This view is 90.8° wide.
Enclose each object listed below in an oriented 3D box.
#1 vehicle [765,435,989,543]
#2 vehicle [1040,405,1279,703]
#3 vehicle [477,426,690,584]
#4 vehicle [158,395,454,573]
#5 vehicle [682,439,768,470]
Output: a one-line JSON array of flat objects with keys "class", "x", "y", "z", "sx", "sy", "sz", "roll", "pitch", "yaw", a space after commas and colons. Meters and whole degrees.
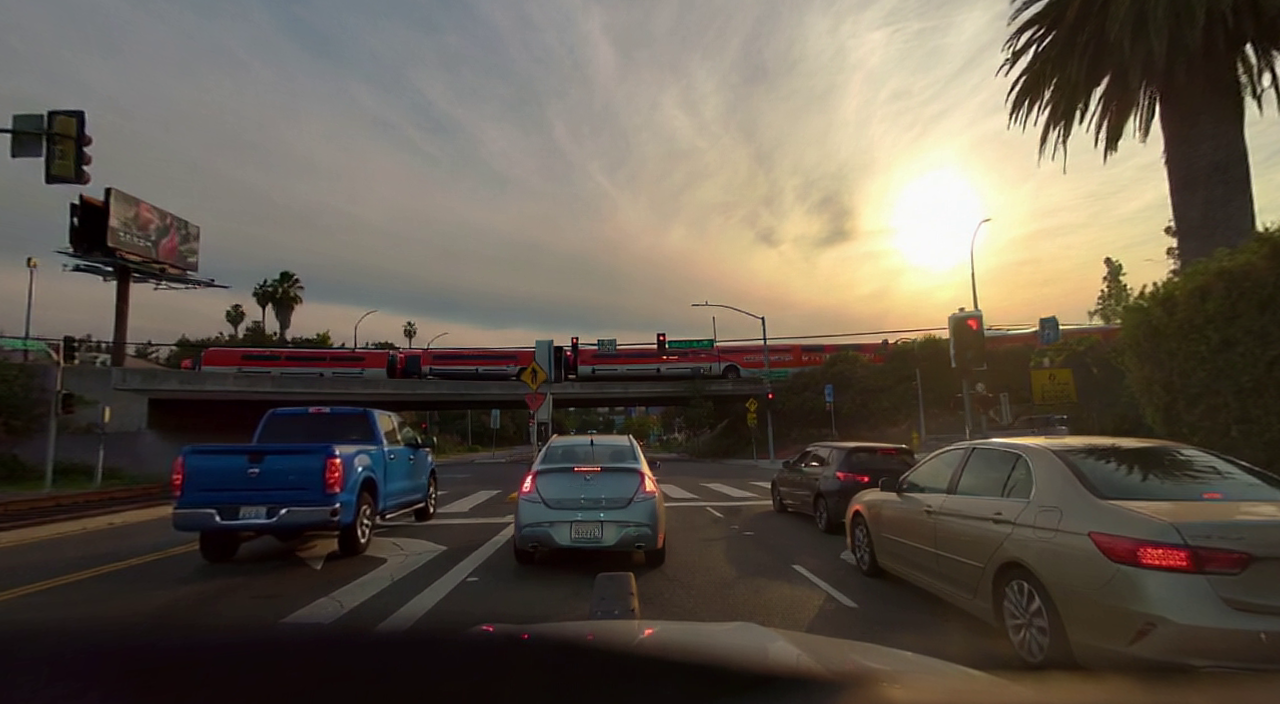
[{"class": "vehicle", "x": 3.700, "y": 2.210, "z": 10.927, "sx": 1.965, "sy": 1.448, "sz": 4.486, "roll": 0, "pitch": -9, "yaw": -3}, {"class": "vehicle", "x": 3.880, "y": 0.889, "z": 2.143, "sx": 2.052, "sy": 1.496, "sz": 4.541, "roll": 0, "pitch": -9, "yaw": 0}, {"class": "vehicle", "x": -0.637, "y": 1.775, "z": 8.185, "sx": 2.035, "sy": 1.491, "sz": 4.090, "roll": 0, "pitch": -9, "yaw": -3}, {"class": "vehicle", "x": -4.317, "y": 1.795, "z": 9.459, "sx": 2.078, "sy": 1.838, "sz": 5.448, "roll": 1, "pitch": -9, "yaw": -8}, {"class": "vehicle", "x": 4.189, "y": 5.143, "z": 31.924, "sx": 1.878, "sy": 1.428, "sz": 4.416, "roll": 5, "pitch": -10, "yaw": -32}]
